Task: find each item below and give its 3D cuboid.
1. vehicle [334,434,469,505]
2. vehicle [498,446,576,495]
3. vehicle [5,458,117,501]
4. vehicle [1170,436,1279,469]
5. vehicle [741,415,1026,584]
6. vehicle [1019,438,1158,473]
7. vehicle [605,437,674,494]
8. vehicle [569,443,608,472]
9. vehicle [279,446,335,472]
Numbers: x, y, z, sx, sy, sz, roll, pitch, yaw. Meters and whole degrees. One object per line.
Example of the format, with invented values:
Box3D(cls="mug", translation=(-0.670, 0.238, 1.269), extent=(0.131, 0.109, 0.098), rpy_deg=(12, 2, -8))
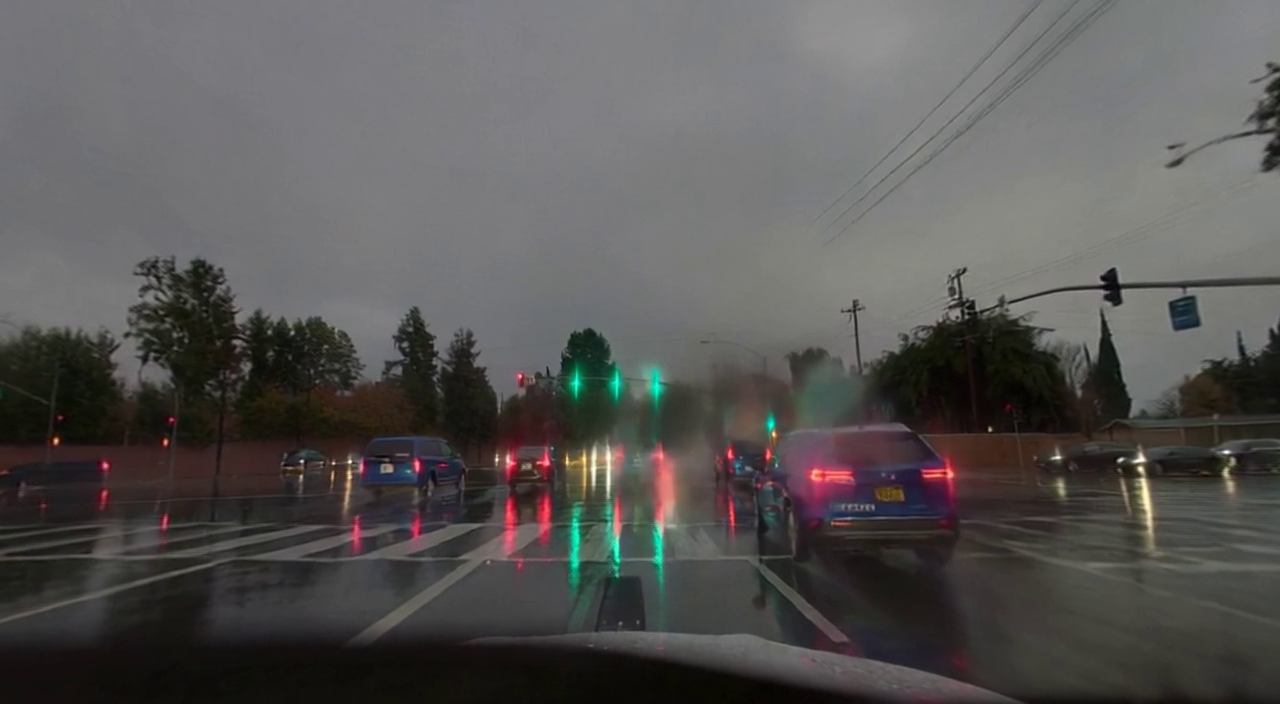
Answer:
Box3D(cls="vehicle", translation=(-6.784, 3.391, 18.653), extent=(2.116, 1.812, 4.609), rpy_deg=(0, -9, 1))
Box3D(cls="vehicle", translation=(-3.372, 3.967, 21.592), extent=(1.881, 1.466, 4.484), rpy_deg=(0, -9, 1))
Box3D(cls="vehicle", translation=(-23.215, 5.037, 25.301), extent=(4.450, 1.491, 1.974), rpy_deg=(-5, -10, 30))
Box3D(cls="vehicle", translation=(27.736, 4.678, 29.393), extent=(4.514, 1.459, 1.847), rpy_deg=(0, -9, -2))
Box3D(cls="vehicle", translation=(2.780, 1.805, 8.567), extent=(2.034, 1.655, 4.465), rpy_deg=(0, -9, -1))
Box3D(cls="vehicle", translation=(20.299, 4.703, 28.755), extent=(4.830, 1.493, 1.930), rpy_deg=(0, -9, -1))
Box3D(cls="vehicle", translation=(-0.009, 3.752, 21.265), extent=(2.111, 1.712, 4.078), rpy_deg=(0, -9, 0))
Box3D(cls="vehicle", translation=(-3.171, 6.595, 39.698), extent=(1.939, 1.652, 4.268), rpy_deg=(0, -9, 2))
Box3D(cls="vehicle", translation=(-24.965, 8.022, 47.492), extent=(1.889, 1.814, 4.086), rpy_deg=(0, -9, 1))
